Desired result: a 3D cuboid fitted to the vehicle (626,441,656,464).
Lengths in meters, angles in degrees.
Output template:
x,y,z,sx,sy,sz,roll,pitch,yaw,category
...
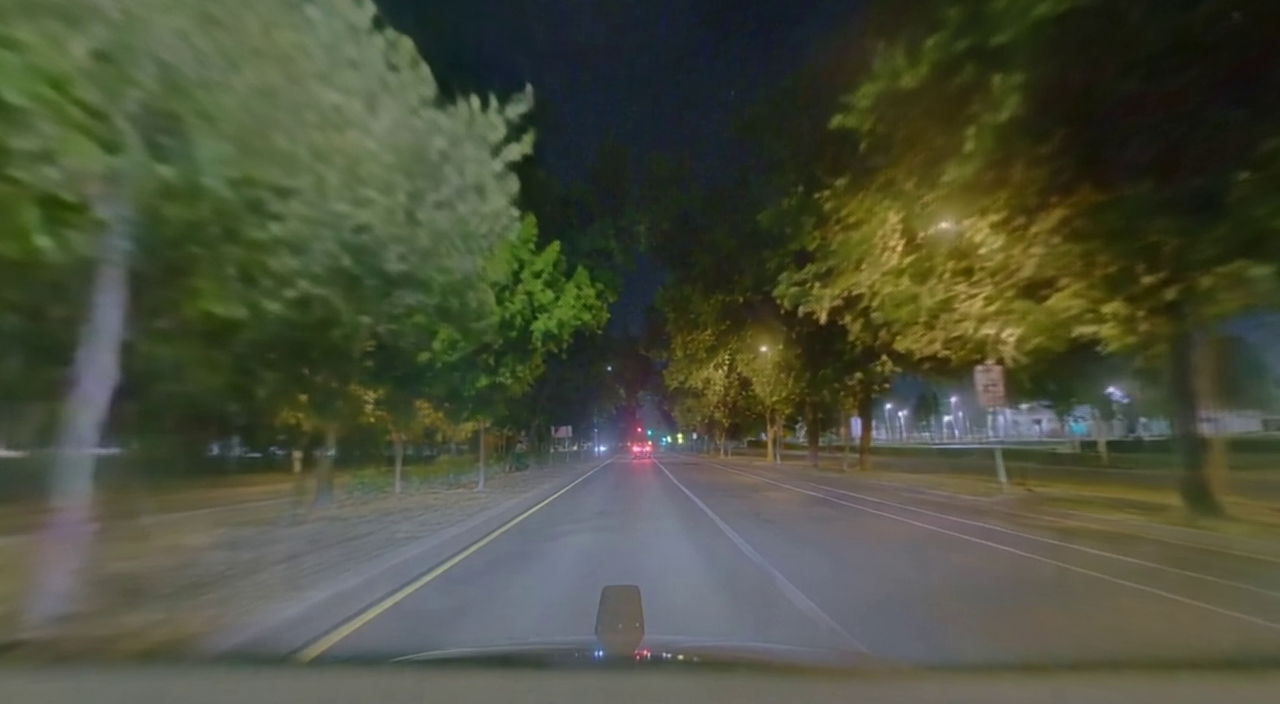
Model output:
x,y,z,sx,sy,sz,roll,pitch,yaw,category
0.094,7.240,45.588,2.048,1.584,4.393,0,-8,0,vehicle
